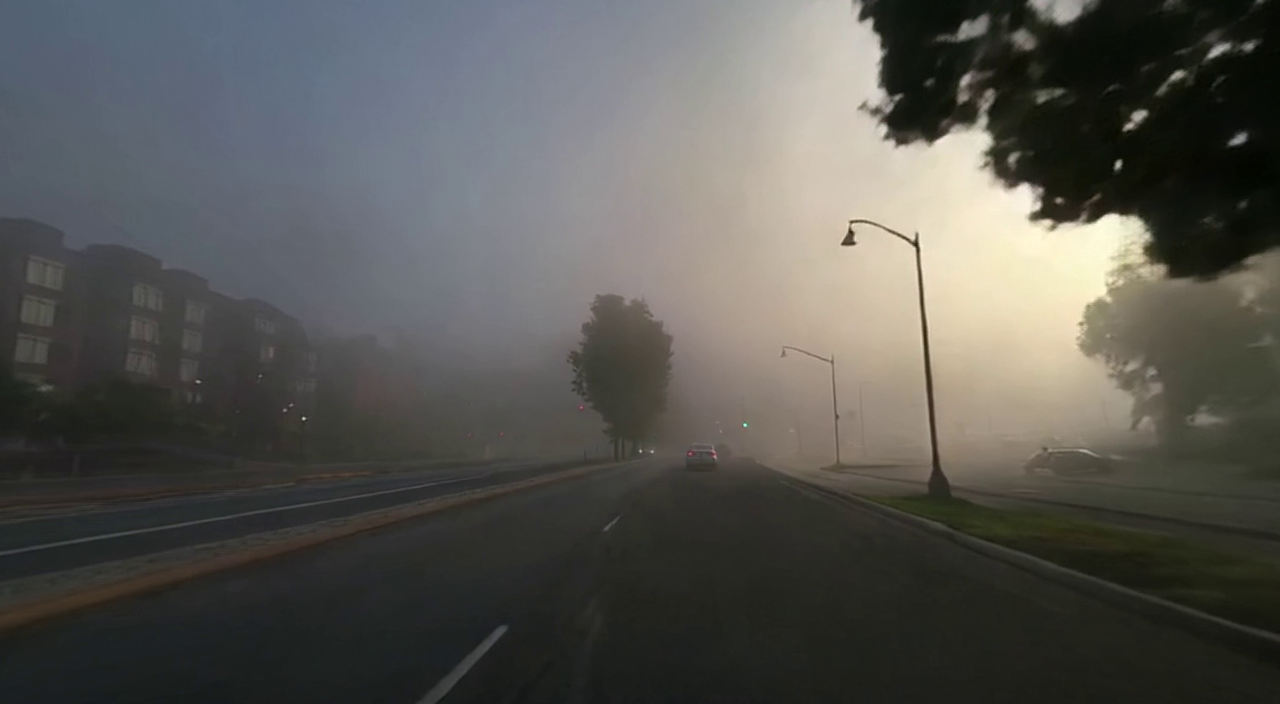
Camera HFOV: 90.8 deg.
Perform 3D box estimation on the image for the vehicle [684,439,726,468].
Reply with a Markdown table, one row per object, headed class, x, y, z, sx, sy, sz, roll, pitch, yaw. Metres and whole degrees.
| class | x | y | z | sx | sy | sz | roll | pitch | yaw |
| --- | --- | --- | --- | --- | --- | --- | --- | --- | --- |
| vehicle | 3.581 | 5.682 | 35.554 | 2.133 | 1.481 | 4.276 | -1 | -8 | 4 |
